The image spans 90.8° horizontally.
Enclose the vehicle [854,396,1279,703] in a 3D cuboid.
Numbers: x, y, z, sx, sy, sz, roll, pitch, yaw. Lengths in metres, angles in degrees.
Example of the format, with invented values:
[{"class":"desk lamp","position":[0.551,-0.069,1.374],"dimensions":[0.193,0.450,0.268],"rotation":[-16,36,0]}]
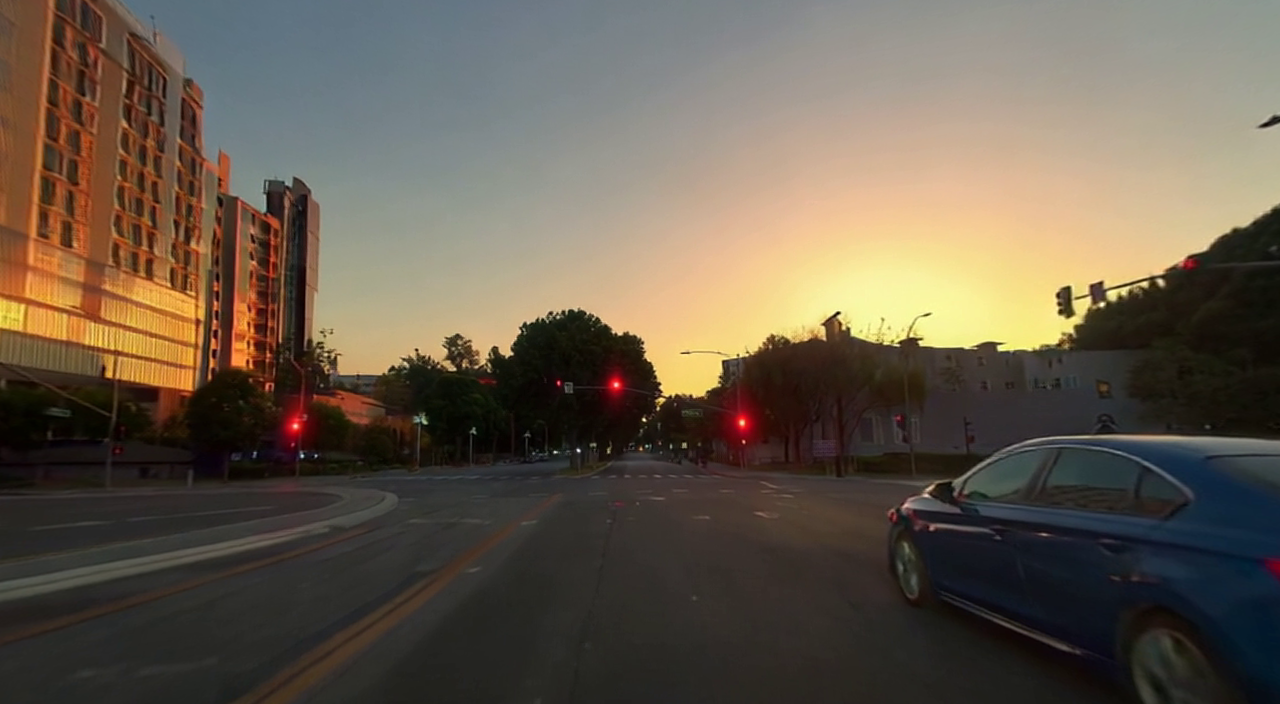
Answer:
[{"class":"vehicle","position":[3.136,1.146,3.584],"dimensions":[2.089,1.539,4.767],"rotation":[0,-9,-1]}]
